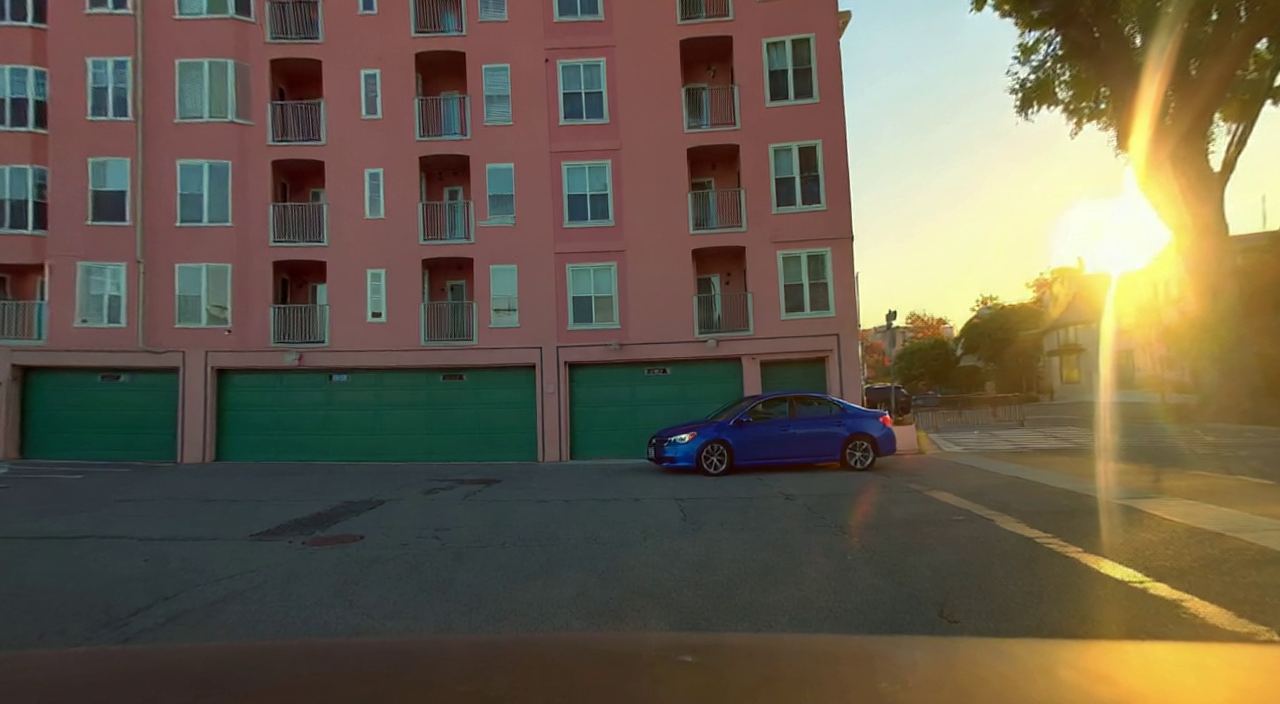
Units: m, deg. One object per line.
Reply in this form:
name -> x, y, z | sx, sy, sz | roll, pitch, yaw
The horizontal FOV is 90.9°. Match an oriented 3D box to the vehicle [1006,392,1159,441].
vehicle -> 15.815, 2.351, 22.713 | 3.905, 1.475, 2.057 | -3, -8, -3

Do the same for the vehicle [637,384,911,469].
vehicle -> 2.301, 1.419, 11.838 | 4.697, 1.444, 1.825 | 0, -8, -1
